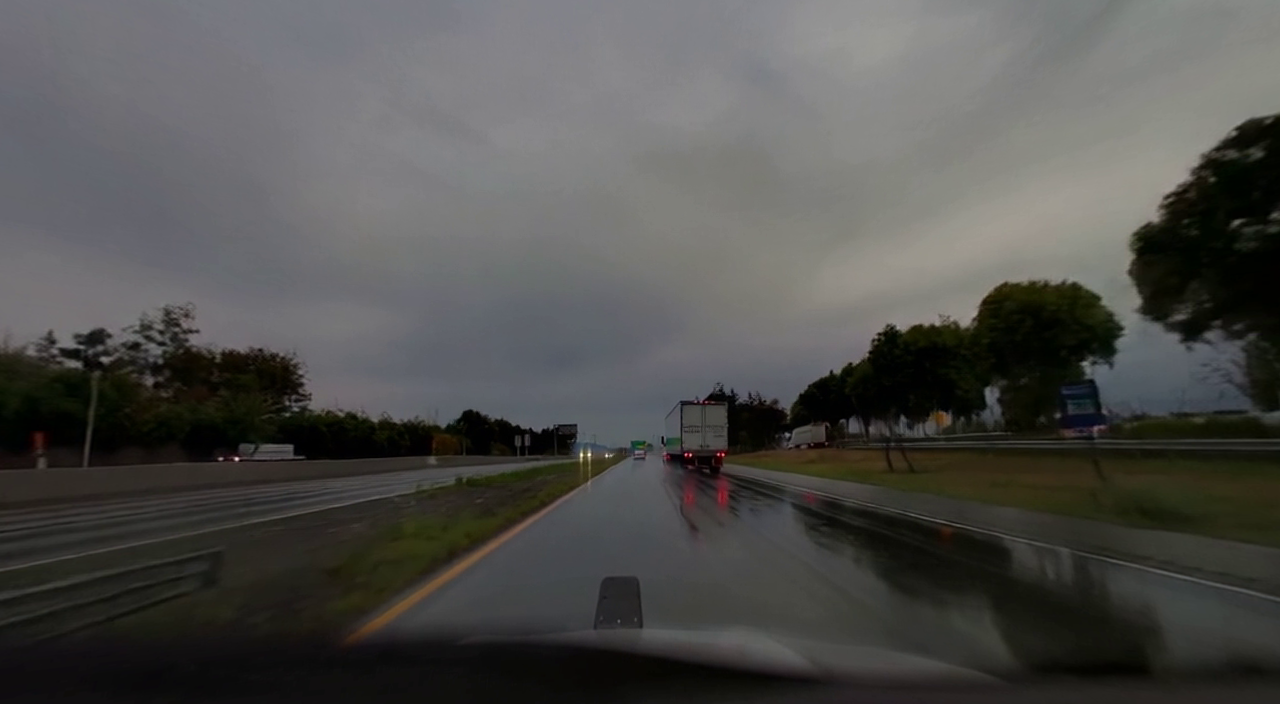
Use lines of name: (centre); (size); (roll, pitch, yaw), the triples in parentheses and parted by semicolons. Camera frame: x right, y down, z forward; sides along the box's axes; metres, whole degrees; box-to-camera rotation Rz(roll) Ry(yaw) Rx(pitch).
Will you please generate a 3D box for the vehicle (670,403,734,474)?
vehicle: (3.946, 6.092, 43.527); (3.185, 4.154, 12.638); (0, -9, 0)
